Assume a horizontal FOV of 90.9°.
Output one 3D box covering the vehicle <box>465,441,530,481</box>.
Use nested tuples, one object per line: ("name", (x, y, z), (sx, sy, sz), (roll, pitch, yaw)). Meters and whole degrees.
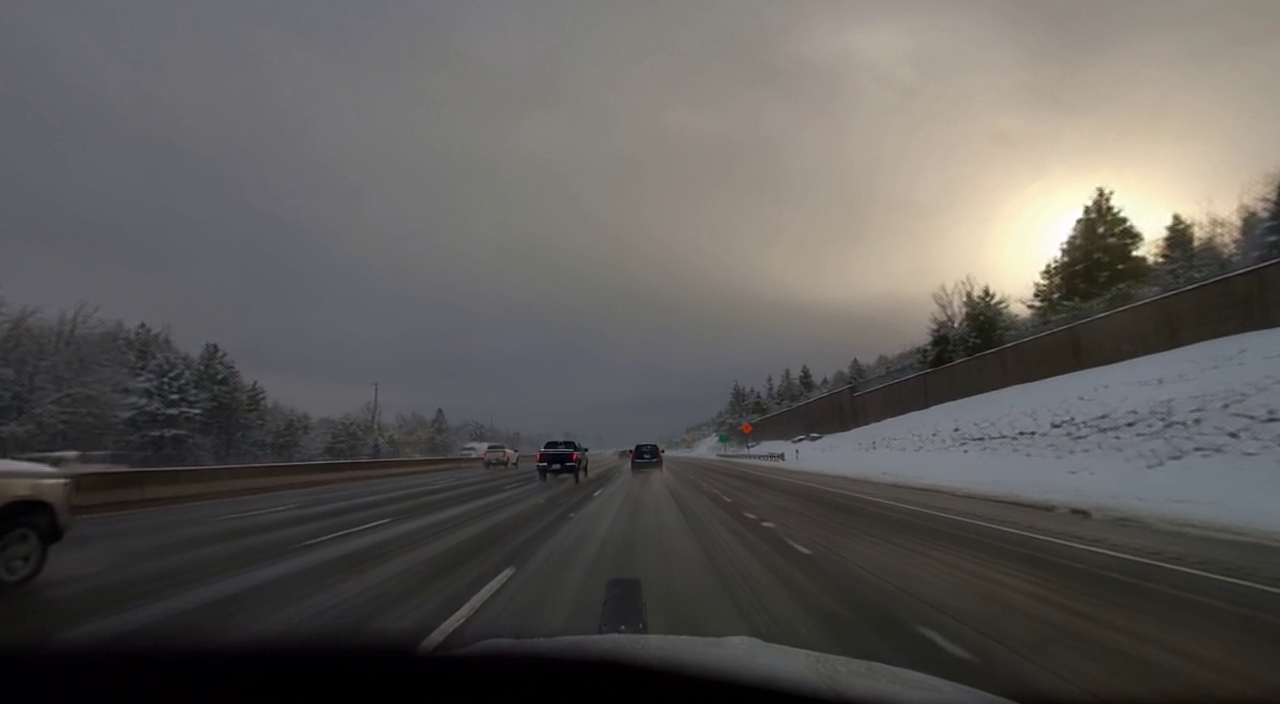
("vehicle", (-6.697, 5.178, 30.130), (2.059, 1.745, 4.239), (0, -9, 1))

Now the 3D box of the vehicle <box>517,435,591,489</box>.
("vehicle", (-3.125, 4.126, 23.965), (2.093, 1.820, 4.506), (0, -9, 1))

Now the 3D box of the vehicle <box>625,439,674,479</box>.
("vehicle", (0.416, 5.241, 31.076), (2.233, 1.804, 4.273), (0, -9, 0))
